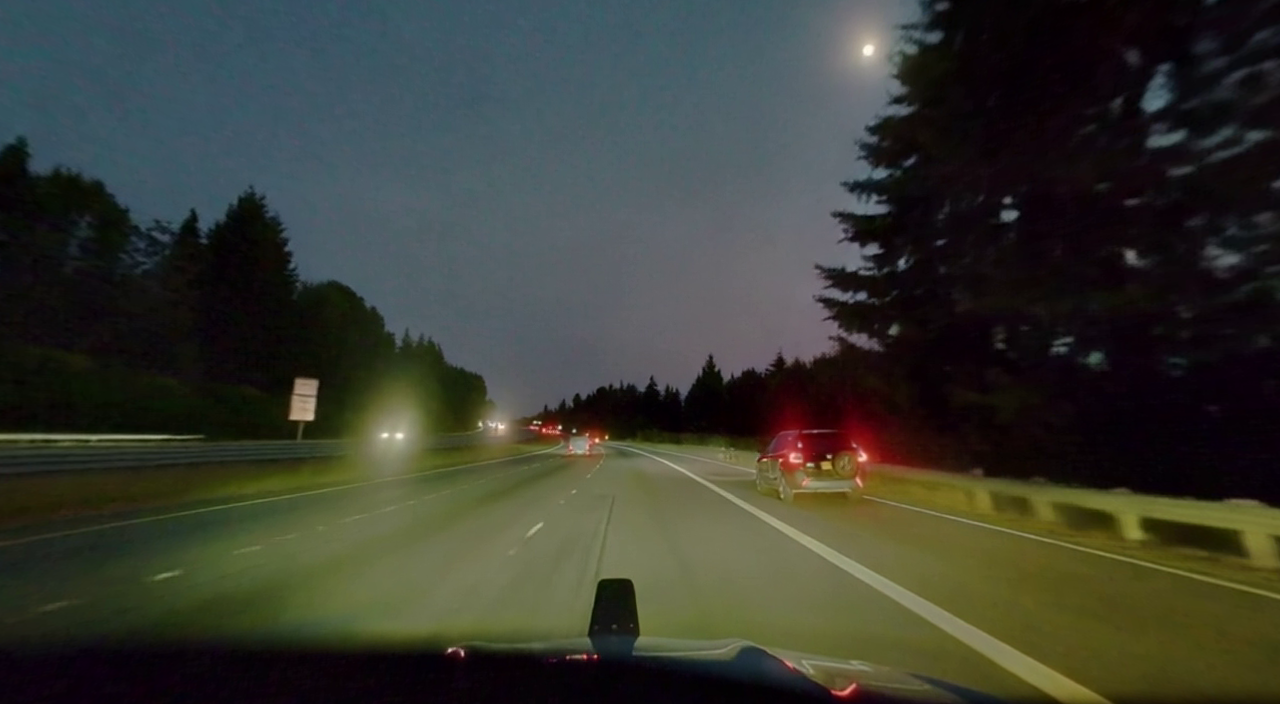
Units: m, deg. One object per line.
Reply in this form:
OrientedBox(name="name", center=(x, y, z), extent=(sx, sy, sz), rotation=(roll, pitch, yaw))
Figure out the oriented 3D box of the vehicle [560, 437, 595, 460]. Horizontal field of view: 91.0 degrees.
OrientedBox(name="vehicle", center=(-4.585, 7.128, 46.626), extent=(2.217, 1.604, 4.614), rotation=(0, -8, -1))
